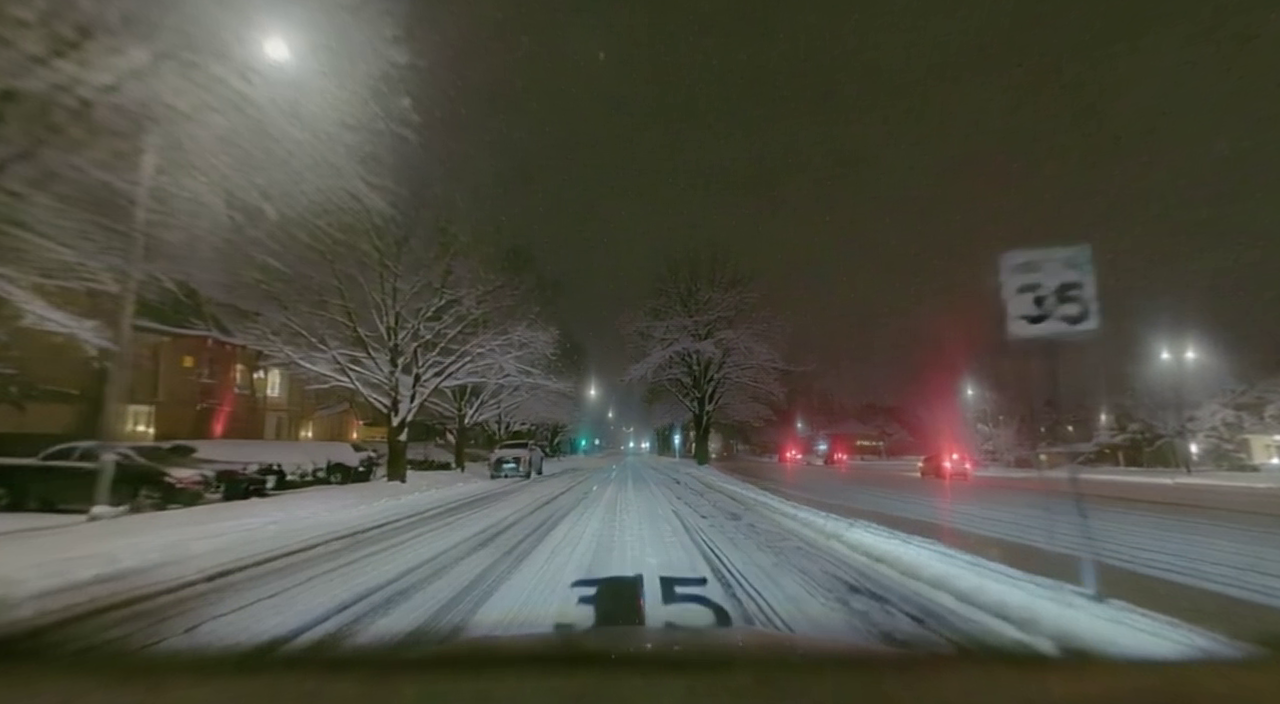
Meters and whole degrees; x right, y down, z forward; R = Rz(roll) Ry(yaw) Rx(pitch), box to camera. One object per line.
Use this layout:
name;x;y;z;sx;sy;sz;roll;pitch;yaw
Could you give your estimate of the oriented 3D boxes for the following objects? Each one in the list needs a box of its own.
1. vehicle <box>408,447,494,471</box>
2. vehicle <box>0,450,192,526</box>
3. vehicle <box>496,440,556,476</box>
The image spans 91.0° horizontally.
vehicle;-14.015;7.941;46.954;5.742;1.668;2.296;1;-8;-2
vehicle;-13.219;2.899;13.713;5.300;1.432;1.951;1;-9;-2
vehicle;-6.522;6.106;36.692;2.350;1.892;5.542;0;-8;1
